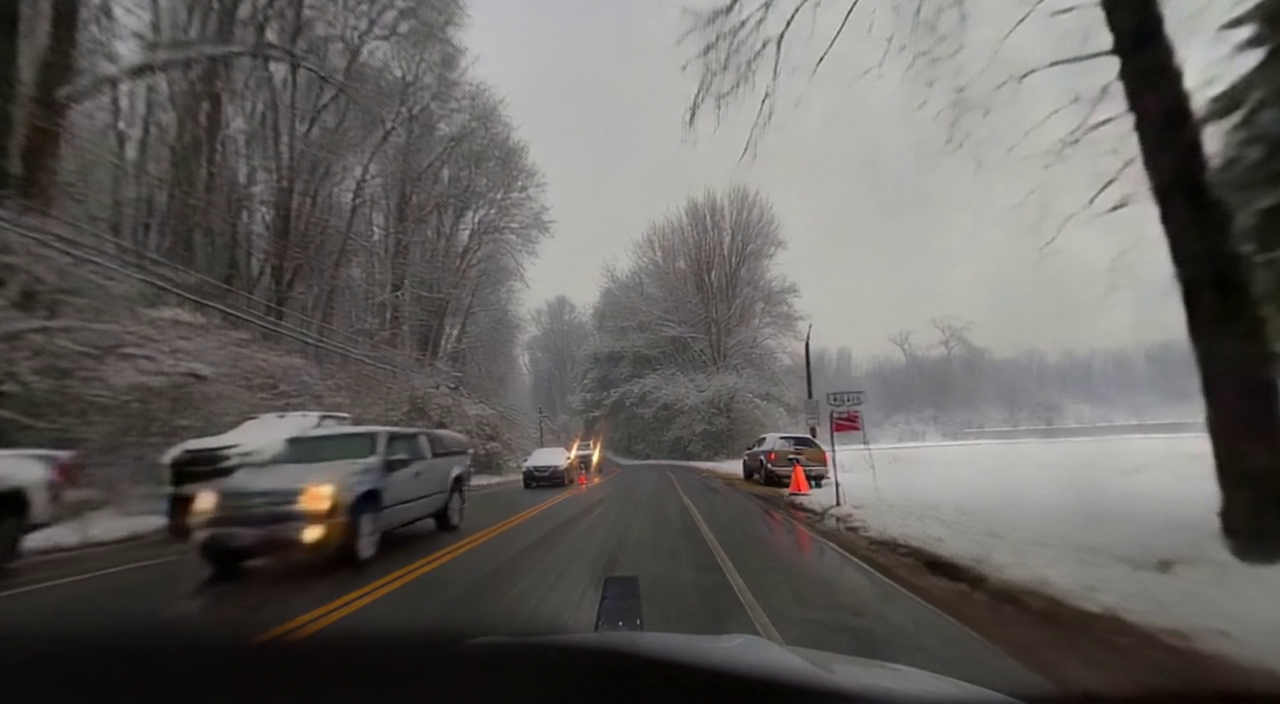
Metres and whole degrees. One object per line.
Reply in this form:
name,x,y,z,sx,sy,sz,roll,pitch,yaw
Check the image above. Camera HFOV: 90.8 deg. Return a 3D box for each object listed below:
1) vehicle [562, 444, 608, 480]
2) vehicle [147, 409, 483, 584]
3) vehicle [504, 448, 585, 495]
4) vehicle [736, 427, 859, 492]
vehicle,-3.187,6.493,37.851,2.221,1.969,5.153,0,-8,1
vehicle,-3.988,1.841,9.005,2.177,1.803,4.690,0,-8,1
vehicle,-3.183,4.095,22.045,1.981,1.410,4.162,0,-8,3
vehicle,5.544,3.912,23.530,2.845,2.053,6.457,0,-8,-1
